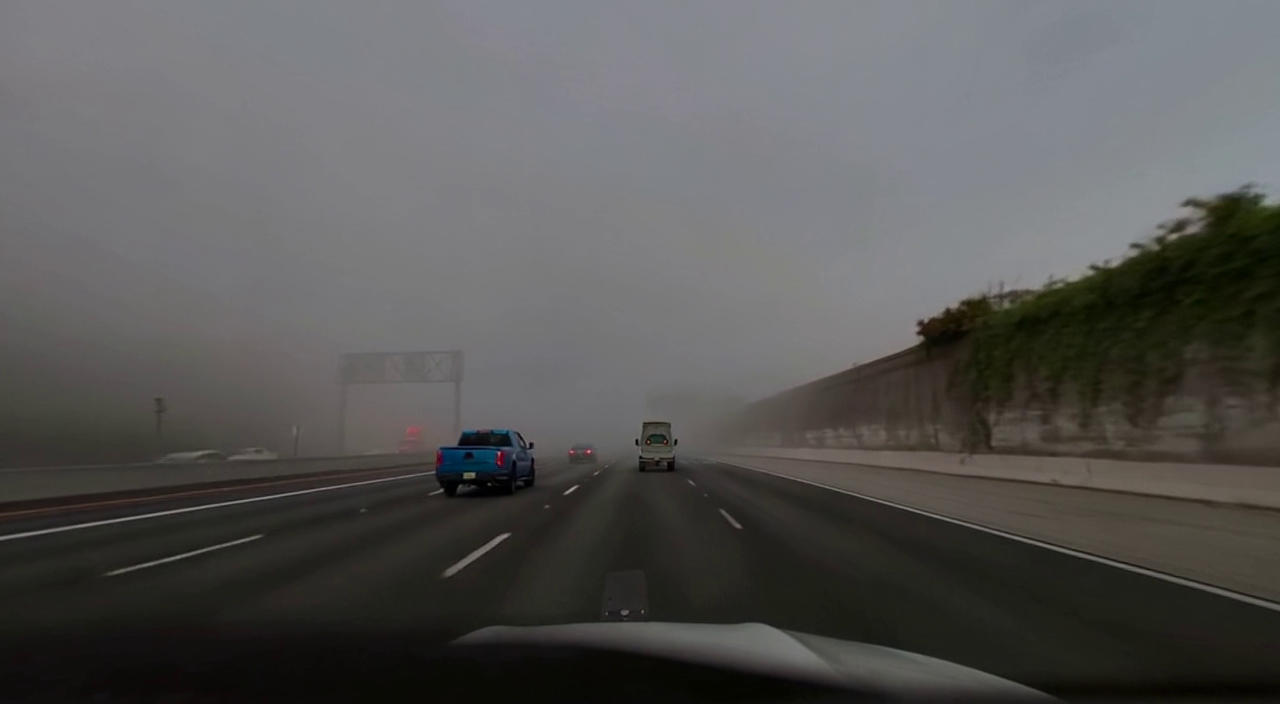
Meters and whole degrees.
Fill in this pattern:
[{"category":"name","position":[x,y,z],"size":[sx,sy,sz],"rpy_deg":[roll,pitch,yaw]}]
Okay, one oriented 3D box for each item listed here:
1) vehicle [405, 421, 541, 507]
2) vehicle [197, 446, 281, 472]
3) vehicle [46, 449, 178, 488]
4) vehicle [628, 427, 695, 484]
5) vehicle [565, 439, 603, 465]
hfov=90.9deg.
[{"category":"vehicle","position":[-3.916,2.745,15.893],"size":[1.954,1.792,5.187],"rpy_deg":[0,-8,0]},{"category":"vehicle","position":[-28.087,7.496,44.471],"size":[2.174,1.678,5.678],"rpy_deg":[0,-8,1]},{"category":"vehicle","position":[-21.200,4.655,25.571],"size":[1.893,1.439,3.908],"rpy_deg":[0,-8,1]},{"category":"vehicle","position":[0.708,3.622,22.347],"size":[2.083,1.792,4.782],"rpy_deg":[0,-8,1]},{"category":"vehicle","position":[-3.639,6.586,41.717],"size":[1.961,1.591,4.756],"rpy_deg":[0,-8,1]}]
